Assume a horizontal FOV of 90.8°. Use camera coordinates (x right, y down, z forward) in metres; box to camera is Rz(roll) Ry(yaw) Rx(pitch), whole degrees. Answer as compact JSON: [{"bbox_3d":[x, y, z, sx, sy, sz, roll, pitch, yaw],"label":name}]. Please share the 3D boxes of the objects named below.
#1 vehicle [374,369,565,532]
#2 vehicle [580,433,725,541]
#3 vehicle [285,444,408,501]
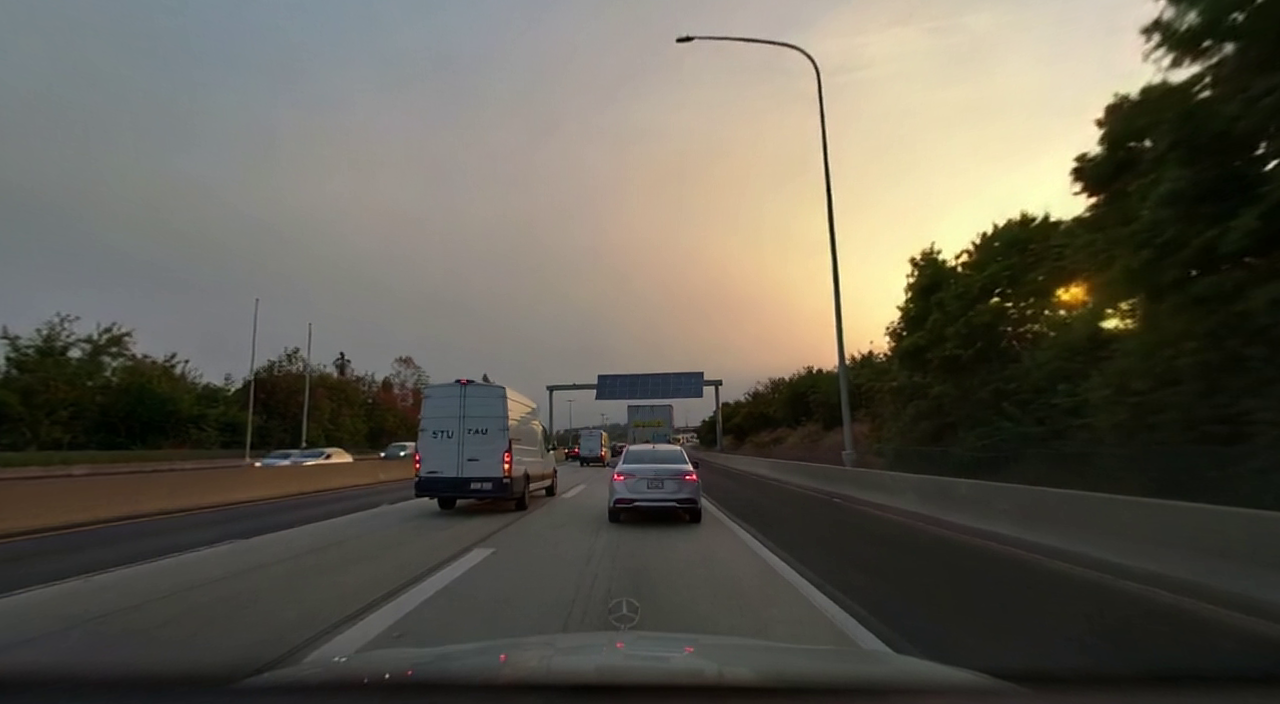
[{"bbox_3d":[-3.279,2.170,14.103,2.289,2.757,6.726,0,-9,1],"label":"vehicle"},{"bbox_3d":[0.161,2.197,10.805,2.063,1.507,3.488,0,-9,0],"label":"vehicle"},{"bbox_3d":[-8.498,3.494,18.660,1.876,1.482,3.539,0,-9,0],"label":"vehicle"}]
